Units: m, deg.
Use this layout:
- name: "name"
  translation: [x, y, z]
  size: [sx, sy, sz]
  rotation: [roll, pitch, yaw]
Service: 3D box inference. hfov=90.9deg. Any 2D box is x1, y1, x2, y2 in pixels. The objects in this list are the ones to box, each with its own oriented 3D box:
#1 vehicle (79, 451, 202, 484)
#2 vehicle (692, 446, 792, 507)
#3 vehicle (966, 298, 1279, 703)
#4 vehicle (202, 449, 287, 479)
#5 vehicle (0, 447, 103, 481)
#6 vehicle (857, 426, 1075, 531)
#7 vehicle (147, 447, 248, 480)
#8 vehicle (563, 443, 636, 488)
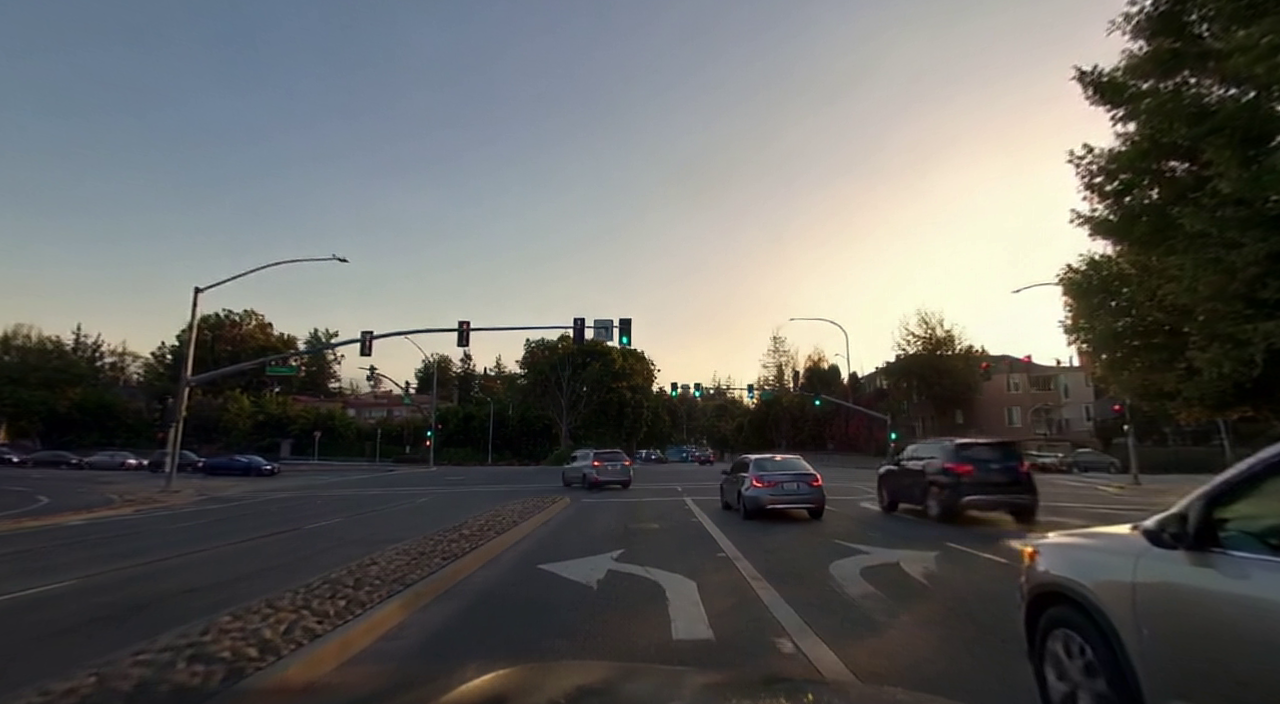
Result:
- name: "vehicle"
  translation: [-26.284, 6.066, 33.309]
  size: [4.724, 1.630, 1.968]
  rotation: [0, -9, -2]
- name: "vehicle"
  translation: [2.692, 3.419, 17.814]
  size: [2.009, 1.480, 4.423]
  rotation: [0, -9, -1]
- name: "vehicle"
  translation: [2.834, 0.617, 1.034]
  size: [2.115, 1.737, 4.642]
  rotation: [0, -9, 0]
- name: "vehicle"
  translation: [-26.745, 7.582, 42.716]
  size: [4.365, 1.629, 2.004]
  rotation: [3, -8, 0]
- name: "vehicle"
  translation: [-36.801, 6.916, 39.173]
  size: [4.771, 1.778, 2.032]
  rotation: [3, -8, -3]
- name: "vehicle"
  translation: [6.572, 2.591, 13.503]
  size: [2.105, 1.830, 4.610]
  rotation: [0, -9, -1]
- name: "vehicle"
  translation: [-27.736, 6.989, 39.619]
  size: [4.689, 1.734, 2.034]
  rotation: [3, -8, -1]
- name: "vehicle"
  translation: [-1.808, 4.746, 26.694]
  size: [2.099, 1.705, 4.020]
  rotation: [3, -9, -19]
